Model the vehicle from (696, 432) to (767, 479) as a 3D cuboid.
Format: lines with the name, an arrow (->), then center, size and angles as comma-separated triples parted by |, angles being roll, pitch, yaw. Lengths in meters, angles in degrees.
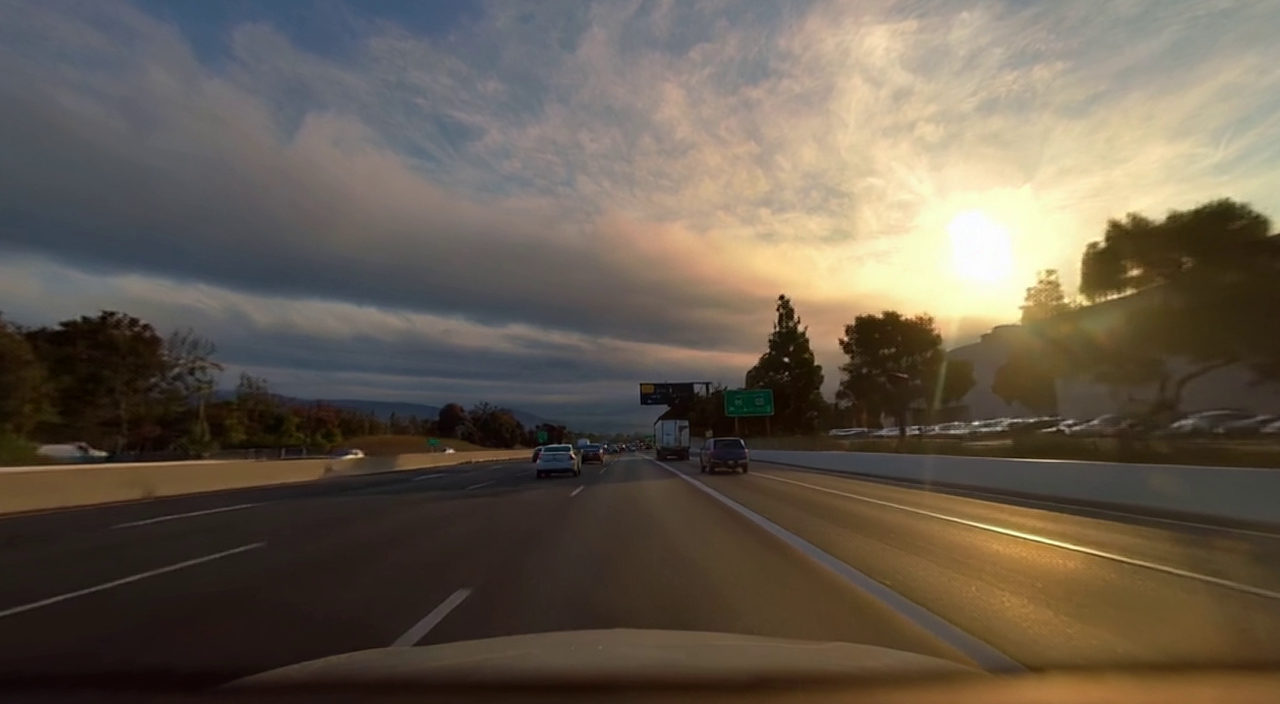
vehicle -> 3.766, 4.356, 26.817 | 2.198, 1.807, 4.530 | 0, -8, -2

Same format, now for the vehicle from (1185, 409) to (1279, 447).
vehicle -> 30.142, 3.751, 31.080 | 4.515, 1.764, 2.275 | 0, -8, -2

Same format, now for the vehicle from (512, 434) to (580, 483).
vehicle -> -3.613, 4.204, 25.171 | 1.987, 1.765, 4.508 | 0, -8, 0

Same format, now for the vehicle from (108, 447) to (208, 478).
vehicle -> -25.308, 5.781, 33.408 | 1.793, 1.503, 4.509 | 0, -8, -1

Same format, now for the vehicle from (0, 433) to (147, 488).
vehicle -> -18.571, 3.452, 20.421 | 1.854, 1.562, 4.280 | 0, -8, -1
